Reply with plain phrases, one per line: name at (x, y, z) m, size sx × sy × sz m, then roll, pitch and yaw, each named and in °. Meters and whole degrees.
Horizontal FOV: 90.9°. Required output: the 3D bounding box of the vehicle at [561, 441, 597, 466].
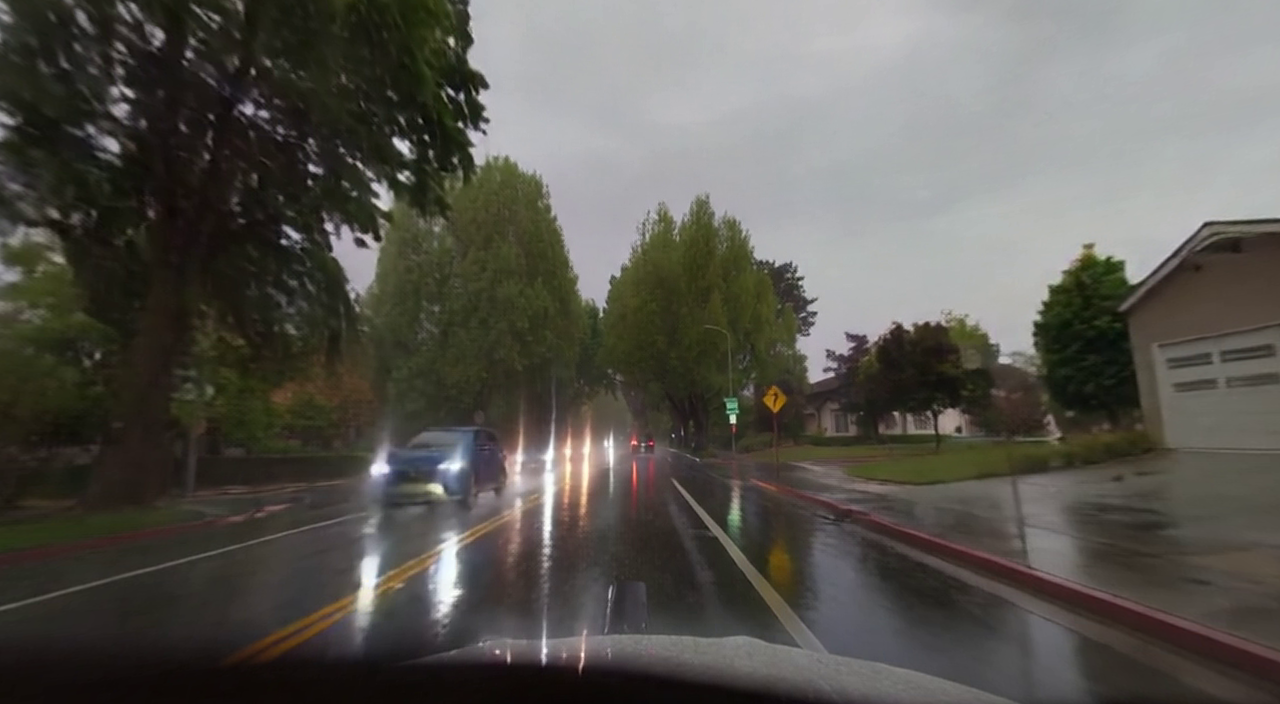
vehicle at (-4.018, 6.727, 41.990) m, size 1.979 × 1.532 × 4.212 m, roll 0°, pitch -8°, yaw 0°

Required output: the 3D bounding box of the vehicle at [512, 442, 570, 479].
vehicle at (-4.268, 4.704, 27.766) m, size 1.862 × 1.491 × 4.266 m, roll 0°, pitch -8°, yaw 0°

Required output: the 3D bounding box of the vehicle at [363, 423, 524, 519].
vehicle at (-4.236, 2.638, 14.579) m, size 2.134 × 1.821 × 4.719 m, roll 0°, pitch -8°, yaw 1°
